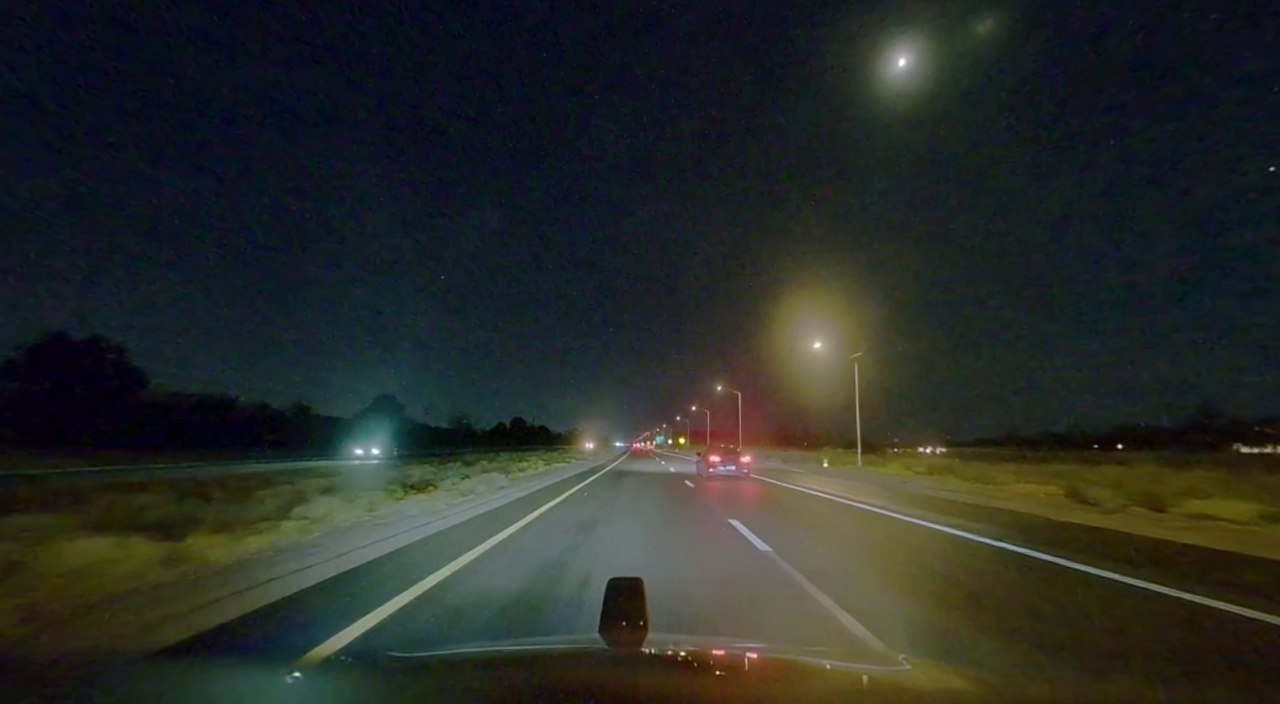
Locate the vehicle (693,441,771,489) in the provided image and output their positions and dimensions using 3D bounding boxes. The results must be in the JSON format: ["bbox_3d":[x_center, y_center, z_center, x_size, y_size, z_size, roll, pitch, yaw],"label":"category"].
[{"bbox_3d":[3.065,3.863,21.977,1.991,1.475,4.302,0,-8,-1],"label":"vehicle"}]
